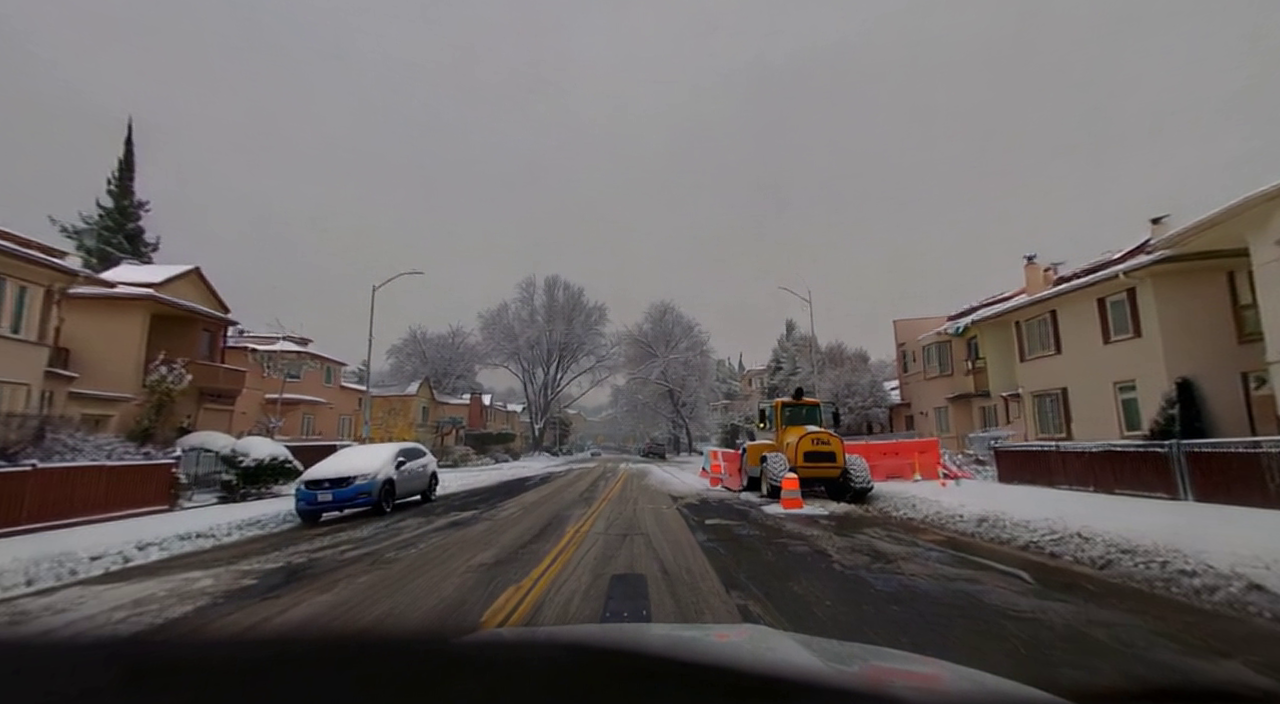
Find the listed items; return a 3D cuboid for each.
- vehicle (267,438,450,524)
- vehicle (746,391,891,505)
[{"bbox_3d":[-6.588,3.021,15.551,2.220,1.765,4.799,0,-8,1],"label":"vehicle"},{"bbox_3d":[4.437,2.476,16.378,2.501,2.613,3.505,0,-9,-4],"label":"vehicle"}]
